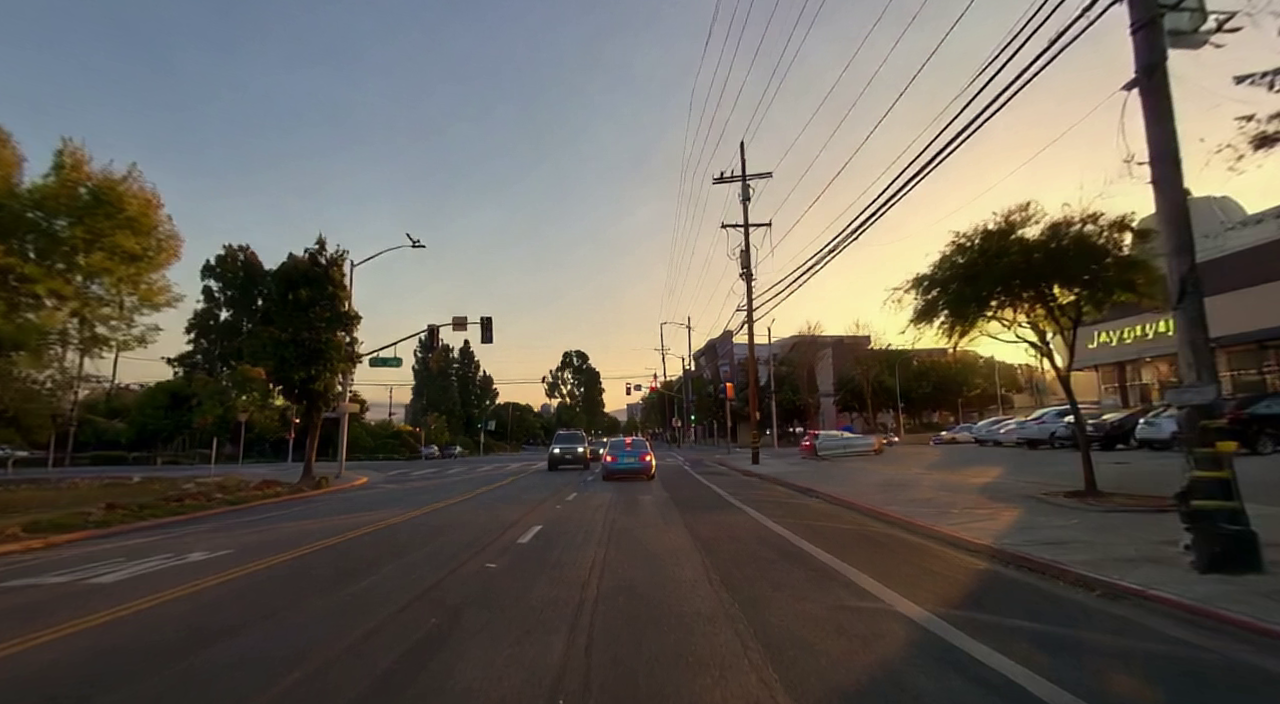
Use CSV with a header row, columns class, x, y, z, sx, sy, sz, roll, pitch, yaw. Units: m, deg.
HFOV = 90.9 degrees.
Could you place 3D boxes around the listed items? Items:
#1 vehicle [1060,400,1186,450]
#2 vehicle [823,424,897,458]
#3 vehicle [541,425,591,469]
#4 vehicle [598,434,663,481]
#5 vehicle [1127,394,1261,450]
class,x,y,z,sx,sy,sz,roll,pitch,yaw
vehicle,18.331,2.815,23.942,4.206,1.722,2.100,4,-9,-28
vehicle,10.139,4.162,29.458,1.888,1.455,4.268,0,-8,0
vehicle,-3.465,4.429,29.430,2.106,1.852,4.512,1,-8,-7
vehicle,-0.394,3.651,22.134,2.070,1.481,4.216,0,-8,-3
vehicle,18.760,2.425,21.365,3.791,1.720,1.992,4,-9,-27
